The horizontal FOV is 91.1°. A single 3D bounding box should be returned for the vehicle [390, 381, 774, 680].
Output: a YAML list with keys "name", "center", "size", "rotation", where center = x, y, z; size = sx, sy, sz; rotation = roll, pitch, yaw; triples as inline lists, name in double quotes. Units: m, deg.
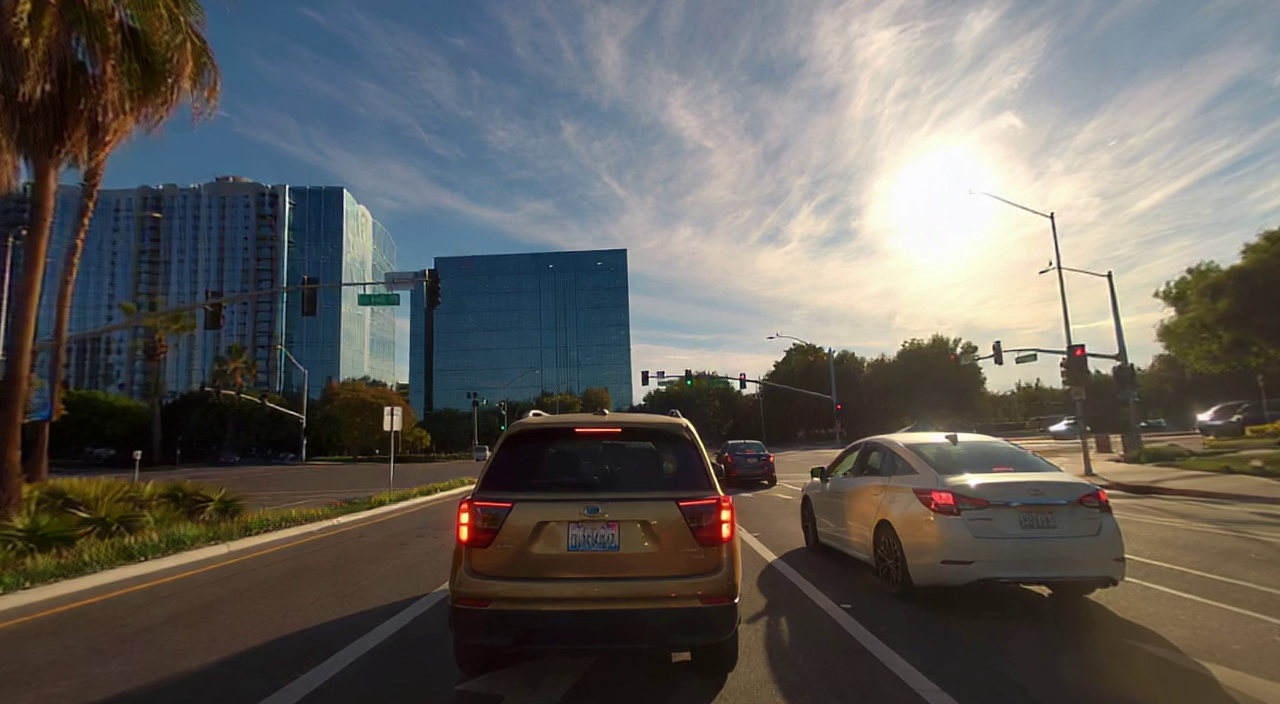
- name: "vehicle"
  center: [-0.332, 1.315, 5.682]
  size: [2.172, 1.694, 4.055]
  rotation: [0, -8, 0]

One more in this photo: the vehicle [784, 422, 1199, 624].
- name: "vehicle"
  center: [3.128, 1.606, 6.957]
  size: [1.971, 1.473, 4.495]
  rotation: [0, -8, 0]
